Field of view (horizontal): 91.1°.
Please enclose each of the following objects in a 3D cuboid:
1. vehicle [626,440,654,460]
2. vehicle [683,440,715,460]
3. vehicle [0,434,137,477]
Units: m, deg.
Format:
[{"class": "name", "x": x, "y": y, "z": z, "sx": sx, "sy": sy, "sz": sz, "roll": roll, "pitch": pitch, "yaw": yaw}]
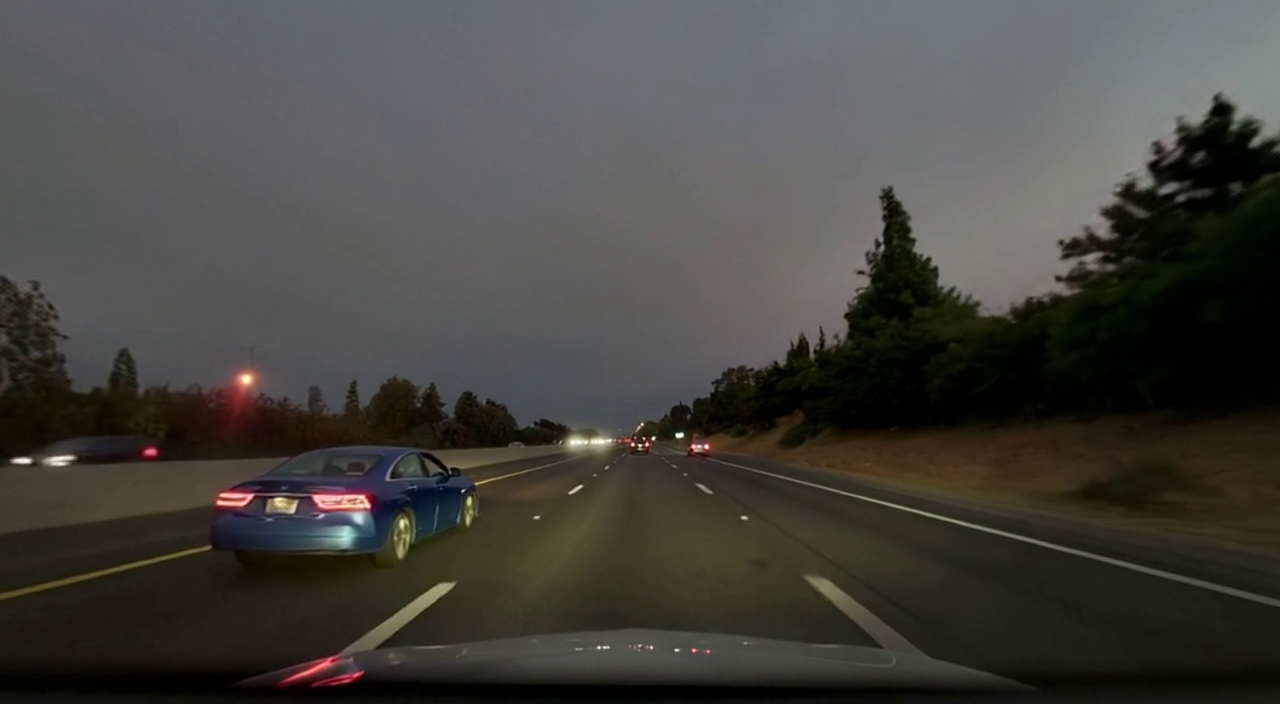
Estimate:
[{"class": "vehicle", "x": -0.022, "y": 7.519, "z": 48.103, "sx": 2.052, "sy": 1.449, "sz": 3.857, "roll": 0, "pitch": -8, "yaw": 0}, {"class": "vehicle", "x": 4.615, "y": 7.775, "z": 49.921, "sx": 2.008, "sy": 1.524, "sz": 4.598, "roll": 0, "pitch": -8, "yaw": -1}, {"class": "vehicle", "x": -28.983, "y": 5.173, "z": 31.718, "sx": 2.262, "sy": 1.957, "sz": 5.830, "roll": 0, "pitch": -8, "yaw": 0}]
